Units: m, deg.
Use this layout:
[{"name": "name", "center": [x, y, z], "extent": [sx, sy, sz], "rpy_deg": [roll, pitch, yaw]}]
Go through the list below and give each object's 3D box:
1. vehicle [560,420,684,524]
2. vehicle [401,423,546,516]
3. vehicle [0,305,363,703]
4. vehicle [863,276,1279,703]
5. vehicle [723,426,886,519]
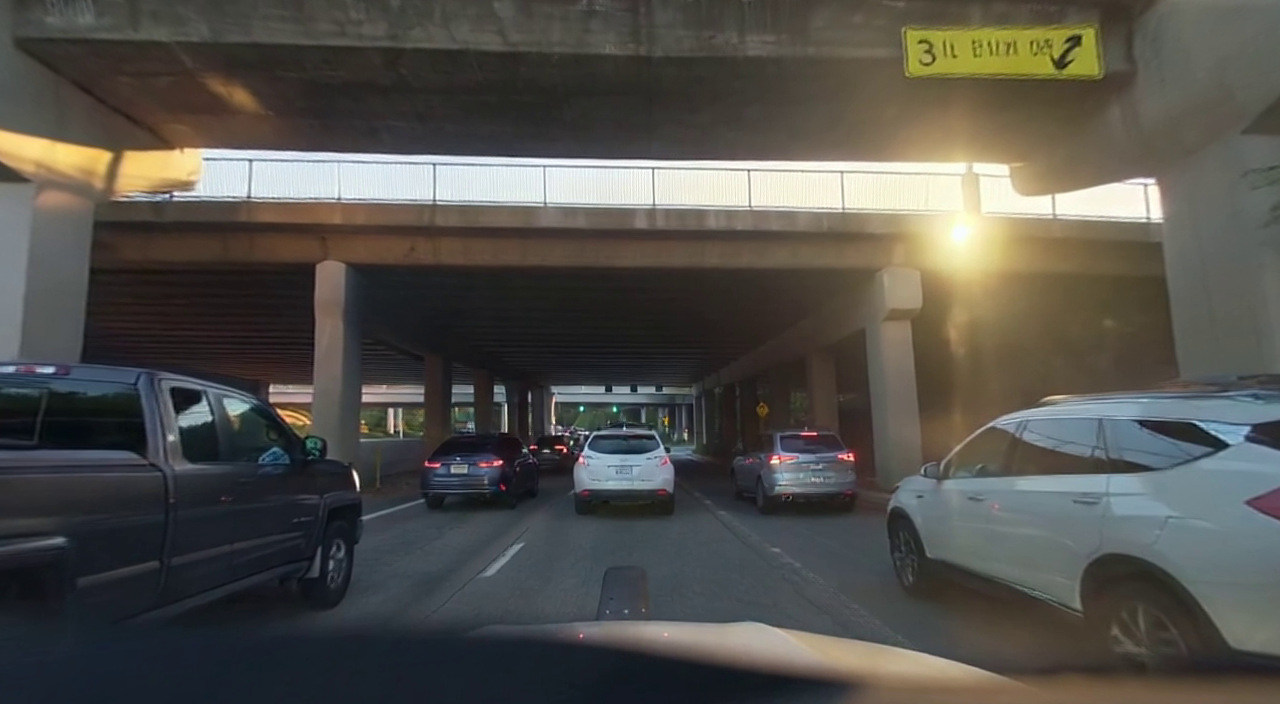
[{"name": "vehicle", "center": [-0.352, 2.332, 12.686], "extent": [2.097, 1.748, 3.794], "rpy_deg": [0, -9, -1]}, {"name": "vehicle", "center": [-3.437, 2.521, 13.963], "extent": [2.127, 1.720, 4.064], "rpy_deg": [0, -9, -1]}, {"name": "vehicle", "center": [-3.432, 0.840, 3.025], "extent": [2.074, 1.814, 4.596], "rpy_deg": [0, -9, 0]}, {"name": "vehicle", "center": [3.692, 1.017, 4.543], "extent": [2.401, 1.968, 4.841], "rpy_deg": [0, -9, 1]}, {"name": "vehicle", "center": [3.436, 2.657, 14.557], "extent": [2.234, 1.720, 5.378], "rpy_deg": [0, -9, -1]}]
